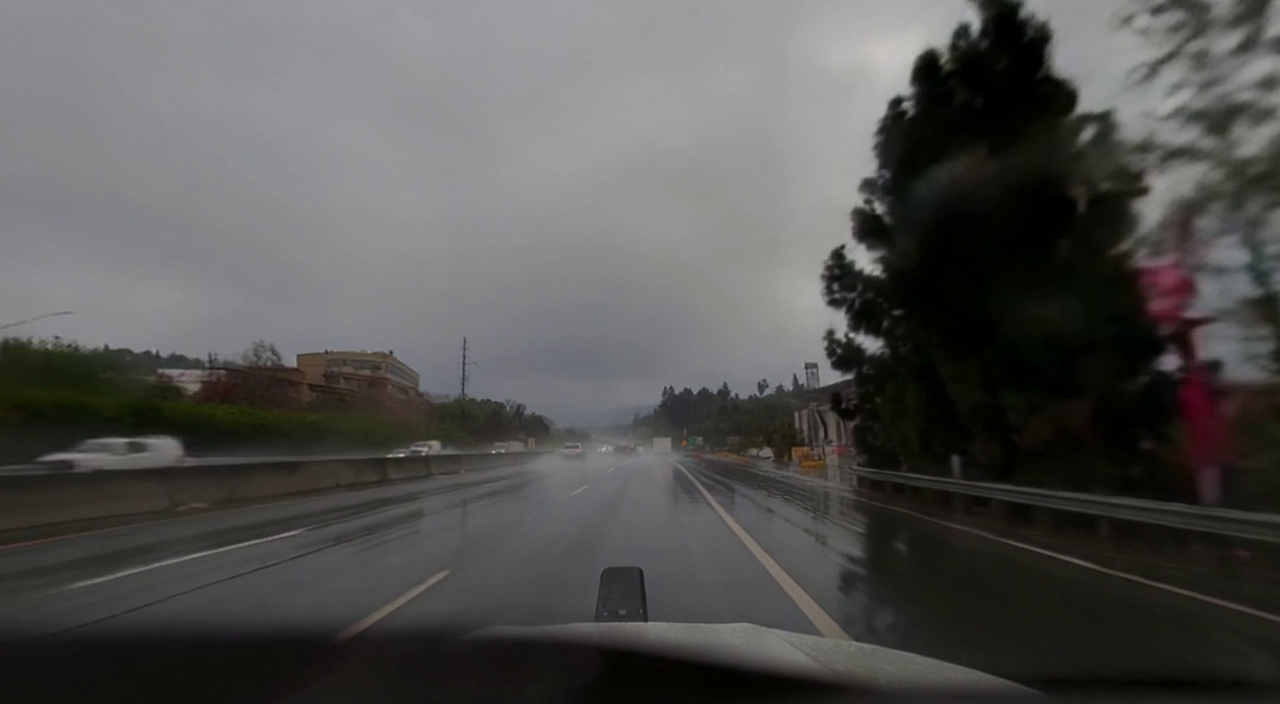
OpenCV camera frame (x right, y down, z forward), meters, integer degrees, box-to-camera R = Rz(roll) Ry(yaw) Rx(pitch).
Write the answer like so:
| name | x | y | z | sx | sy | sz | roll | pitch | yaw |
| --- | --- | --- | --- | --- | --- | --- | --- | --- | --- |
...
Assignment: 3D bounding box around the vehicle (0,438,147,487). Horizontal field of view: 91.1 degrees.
| name | x | y | z | sx | sy | sz | roll | pitch | yaw |
| --- | --- | --- | --- | --- | --- | --- | --- | --- | --- |
| vehicle | -27.046 | 5.147 | 29.790 | 2.351 | 2.059 | 5.907 | -1 | -8 | 2 |
